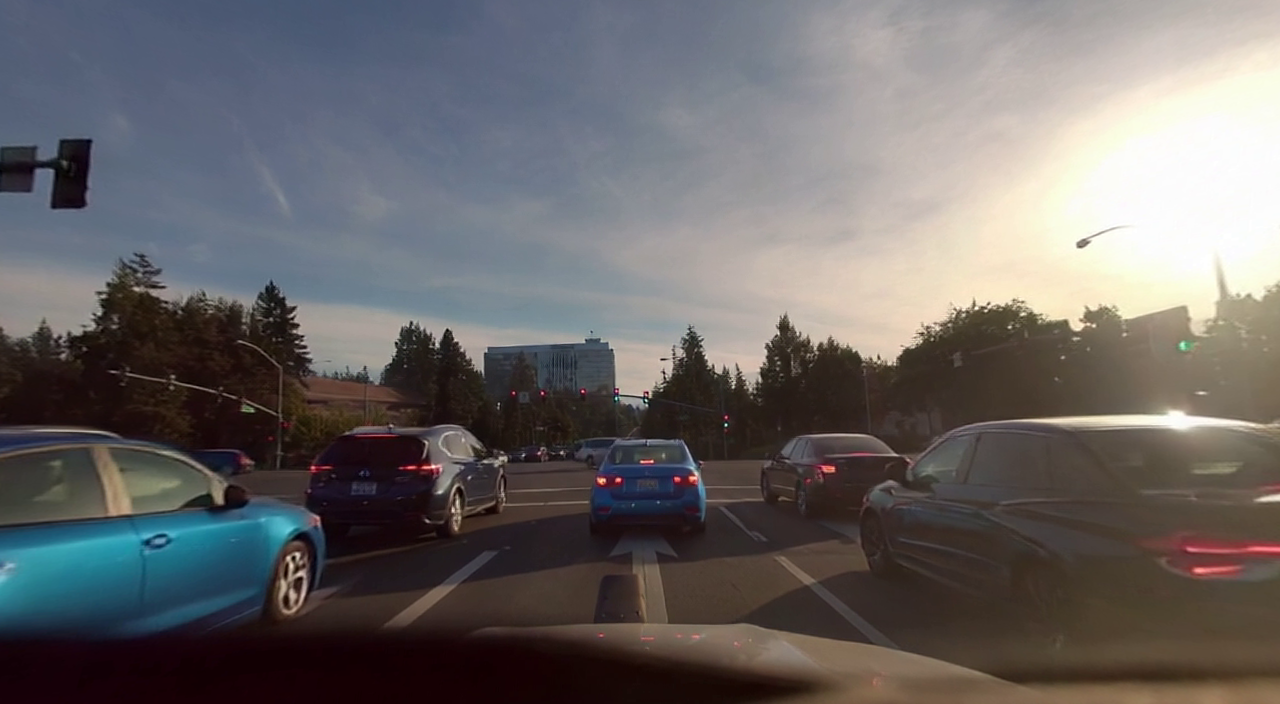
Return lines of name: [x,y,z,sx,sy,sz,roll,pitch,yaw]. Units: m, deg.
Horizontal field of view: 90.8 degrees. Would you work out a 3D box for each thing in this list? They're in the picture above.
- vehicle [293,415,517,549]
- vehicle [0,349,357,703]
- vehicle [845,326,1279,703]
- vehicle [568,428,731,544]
vehicle: [-3.415,1.984,10.222,1.958,1.693,4.242,0,-9,0]
vehicle: [-3.361,0.915,2.902,2.034,1.655,4.465,0,-9,0]
vehicle: [3.239,1.070,4.274,2.178,1.691,4.314,0,-9,-1]
vehicle: [0.061,2.053,10.283,2.114,1.482,4.056,0,-9,-2]
